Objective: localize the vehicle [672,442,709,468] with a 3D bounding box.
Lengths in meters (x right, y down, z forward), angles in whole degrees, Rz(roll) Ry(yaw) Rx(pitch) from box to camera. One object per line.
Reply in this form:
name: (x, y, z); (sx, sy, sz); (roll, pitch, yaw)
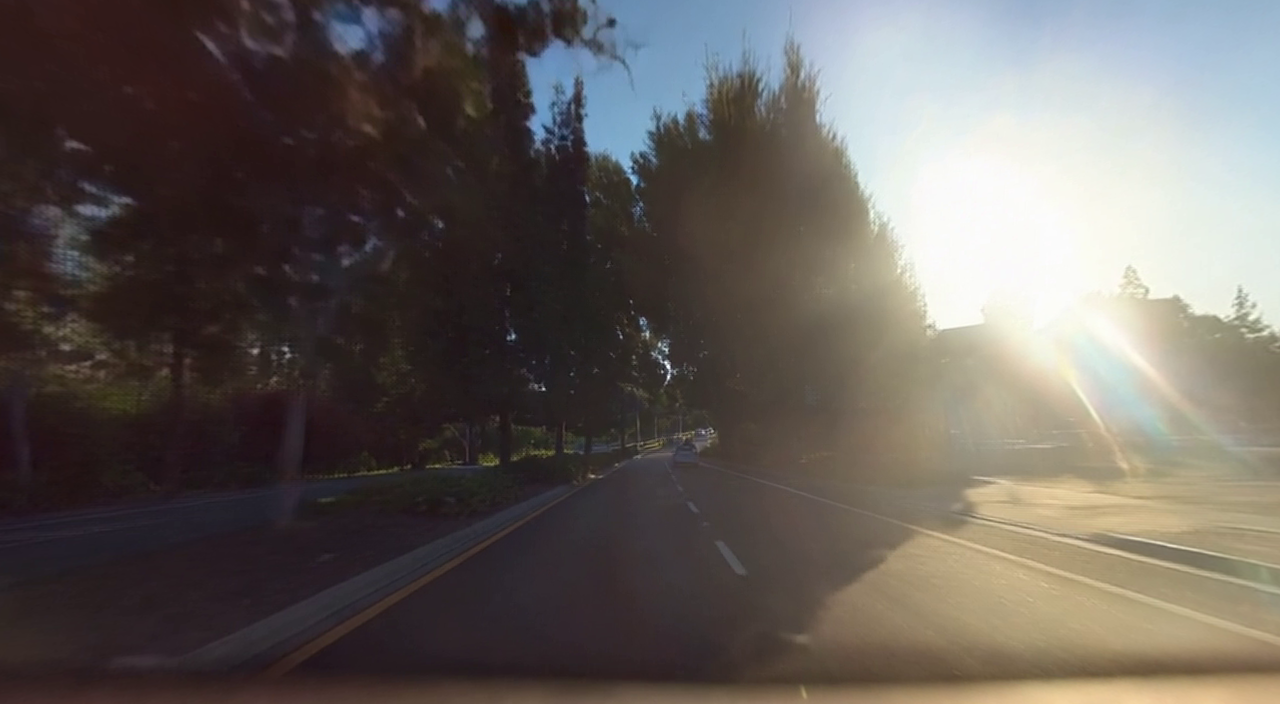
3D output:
vehicle: (3.197, 6.630, 40.589); (2.044, 1.537, 4.528); (0, -8, 0)
